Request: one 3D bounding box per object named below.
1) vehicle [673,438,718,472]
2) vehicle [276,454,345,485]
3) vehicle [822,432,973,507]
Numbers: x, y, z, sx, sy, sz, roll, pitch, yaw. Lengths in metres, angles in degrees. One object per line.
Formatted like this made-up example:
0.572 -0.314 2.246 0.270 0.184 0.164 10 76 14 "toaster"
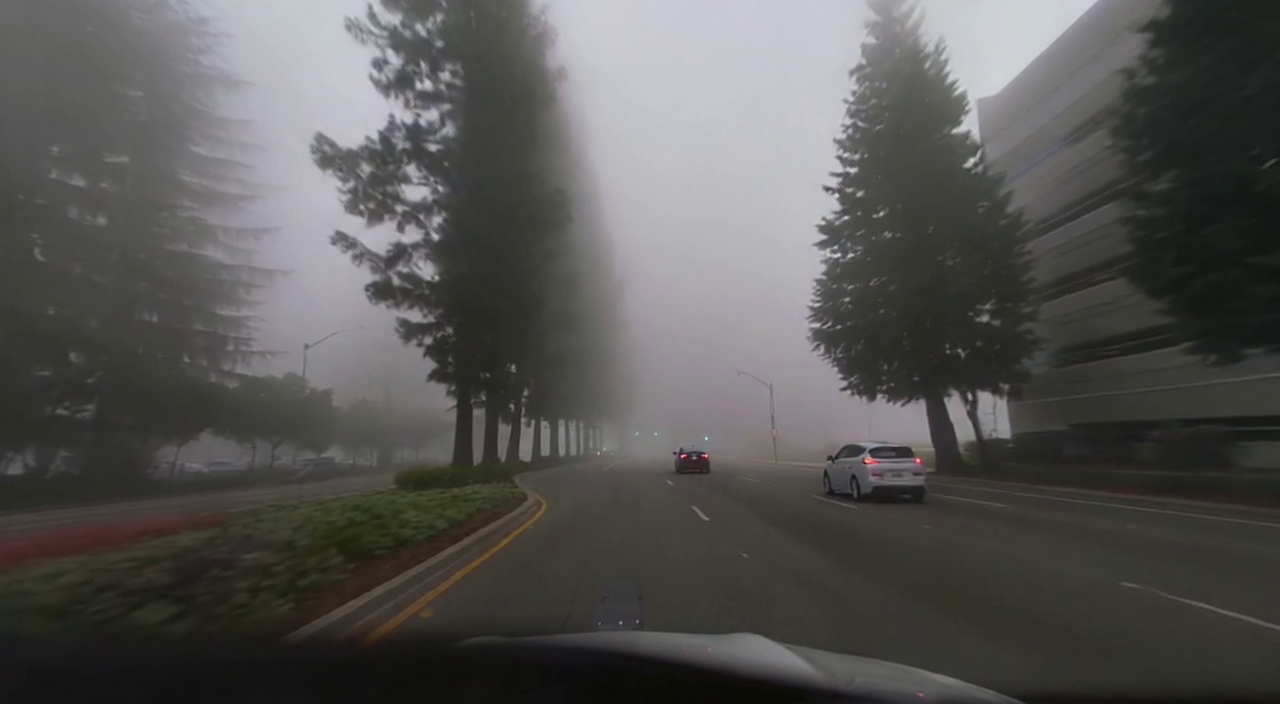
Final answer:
3.143 5.933 36.561 2.095 1.759 4.862 0 -9 -1 "vehicle"
-21.726 7.745 41.885 2.050 1.890 4.582 0 -9 1 "vehicle"
6.274 2.897 16.024 2.000 1.618 4.238 0 -9 0 "vehicle"
